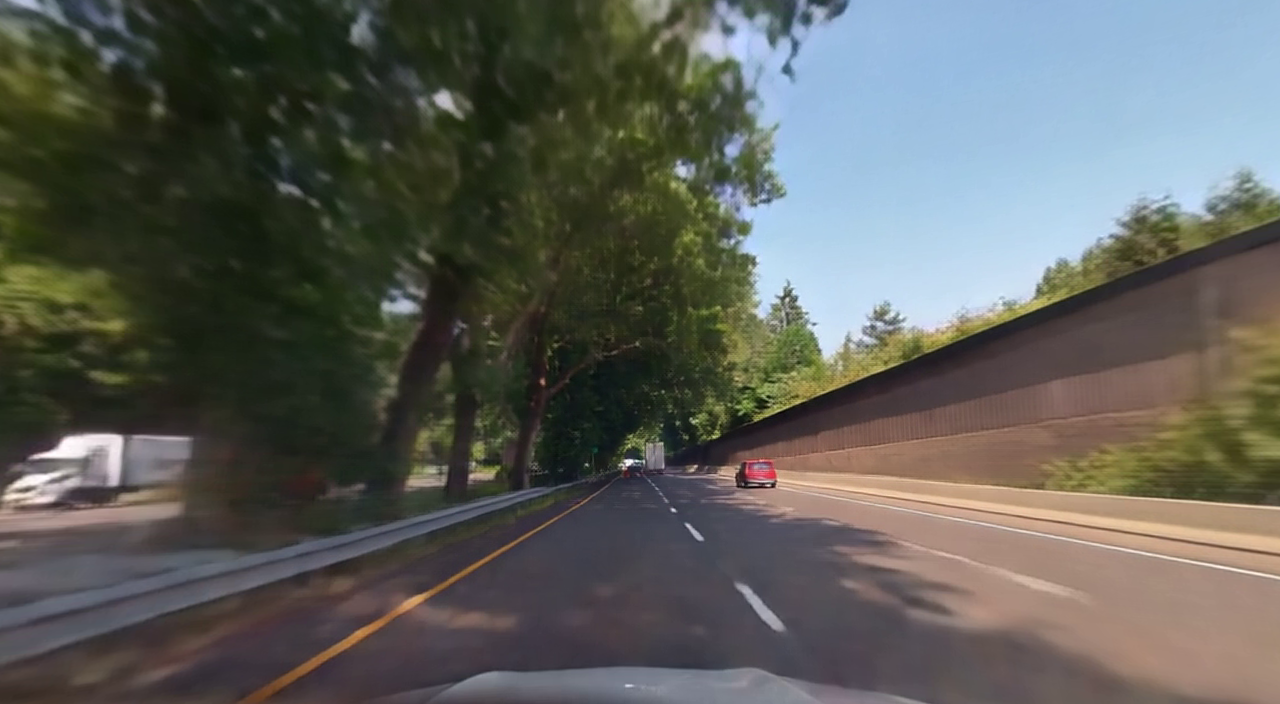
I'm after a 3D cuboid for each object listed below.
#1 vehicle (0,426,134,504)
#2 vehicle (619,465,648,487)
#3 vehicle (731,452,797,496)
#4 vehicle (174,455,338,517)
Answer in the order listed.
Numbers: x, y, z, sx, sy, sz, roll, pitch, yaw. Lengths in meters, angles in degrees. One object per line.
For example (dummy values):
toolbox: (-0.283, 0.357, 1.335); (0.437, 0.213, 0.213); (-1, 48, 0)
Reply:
vehicle: (-31.812, 6.194, 34.504); (2.934, 3.826, 5.929); (1, -10, -1)
vehicle: (-0.494, 8.947, 45.665); (1.987, 1.467, 3.903); (1, -10, -1)
vehicle: (5.593, 5.608, 29.071); (1.998, 1.776, 4.663); (1, -10, -1)
vehicle: (-11.638, 4.097, 19.613); (1.952, 1.618, 4.859); (1, -10, 1)
